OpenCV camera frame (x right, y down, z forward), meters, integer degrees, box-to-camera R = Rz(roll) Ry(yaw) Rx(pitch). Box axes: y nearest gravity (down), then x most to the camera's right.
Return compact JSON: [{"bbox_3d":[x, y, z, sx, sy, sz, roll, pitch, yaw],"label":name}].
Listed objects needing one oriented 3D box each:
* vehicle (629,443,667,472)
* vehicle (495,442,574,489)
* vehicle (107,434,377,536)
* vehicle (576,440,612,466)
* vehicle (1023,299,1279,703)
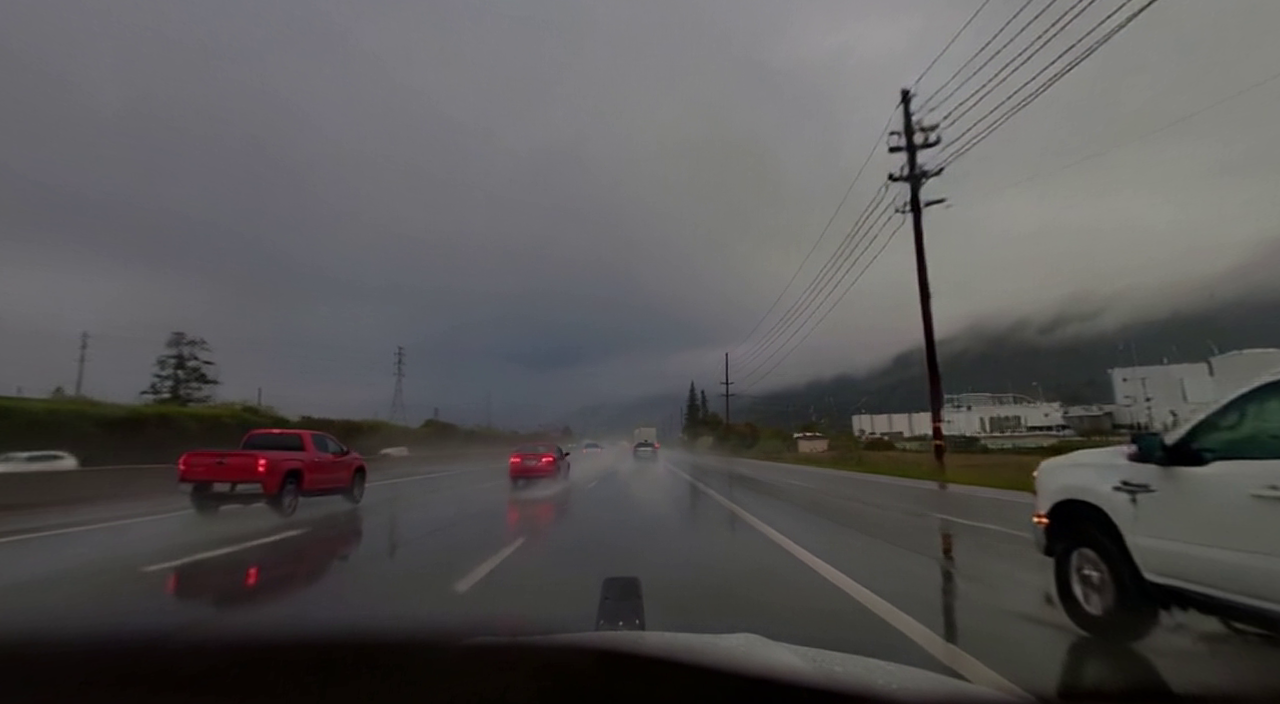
[{"bbox_3d":[0.455,5.895,35.542,2.030,1.471,4.115,0,-8,1],"label":"vehicle"},{"bbox_3d":[-3.499,3.836,21.686,1.938,1.444,4.206,0,-8,1],"label":"vehicle"},{"bbox_3d":[-6.893,2.325,11.775,1.959,1.496,4.740,0,-8,0],"label":"vehicle"},{"bbox_3d":[-3.219,7.170,45.160,2.244,1.752,4.439,0,-8,1],"label":"vehicle"},{"bbox_3d":[4.017,0.610,2.071,2.231,1.919,5.086,0,-8,-1],"label":"vehicle"}]
